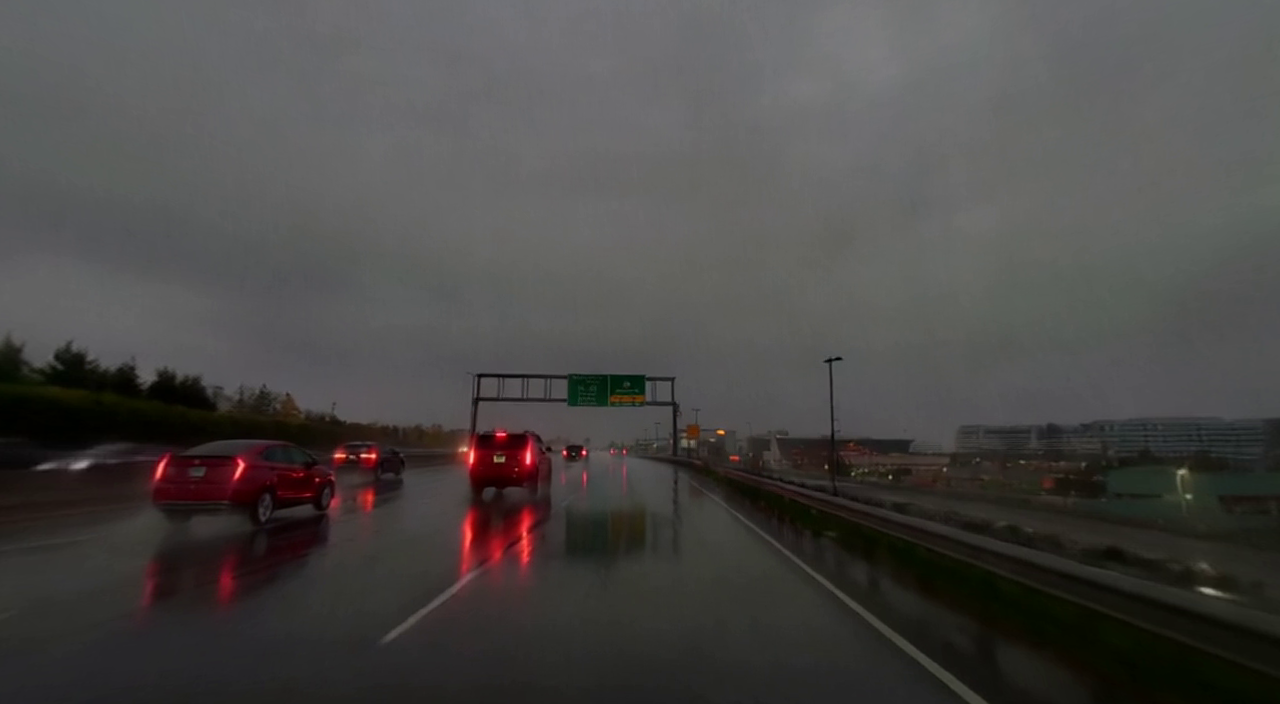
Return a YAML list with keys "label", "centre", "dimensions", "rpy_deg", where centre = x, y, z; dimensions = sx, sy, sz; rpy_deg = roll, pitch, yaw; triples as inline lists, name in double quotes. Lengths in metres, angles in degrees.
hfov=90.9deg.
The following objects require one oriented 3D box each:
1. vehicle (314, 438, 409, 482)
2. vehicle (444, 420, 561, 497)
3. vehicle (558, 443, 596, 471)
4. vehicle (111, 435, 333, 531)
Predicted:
- label: "vehicle"
  centre: [-11.456, 4.426, 26.300]
  dimensions: [1.919, 1.665, 4.394]
  rpy_deg: [0, -8, 0]
- label: "vehicle"
  centre: [-3.926, 3.164, 19.150]
  dimensions: [2.301, 1.985, 5.247]
  rpy_deg: [0, -8, 1]
- label: "vehicle"
  centre: [-3.741, 6.306, 38.107]
  dimensions: [1.955, 1.614, 3.817]
  rpy_deg: [0, -8, 0]
- label: "vehicle"
  centre: [-7.512, 2.335, 11.796]
  dimensions: [1.796, 1.509, 3.393]
  rpy_deg: [0, -8, 0]
